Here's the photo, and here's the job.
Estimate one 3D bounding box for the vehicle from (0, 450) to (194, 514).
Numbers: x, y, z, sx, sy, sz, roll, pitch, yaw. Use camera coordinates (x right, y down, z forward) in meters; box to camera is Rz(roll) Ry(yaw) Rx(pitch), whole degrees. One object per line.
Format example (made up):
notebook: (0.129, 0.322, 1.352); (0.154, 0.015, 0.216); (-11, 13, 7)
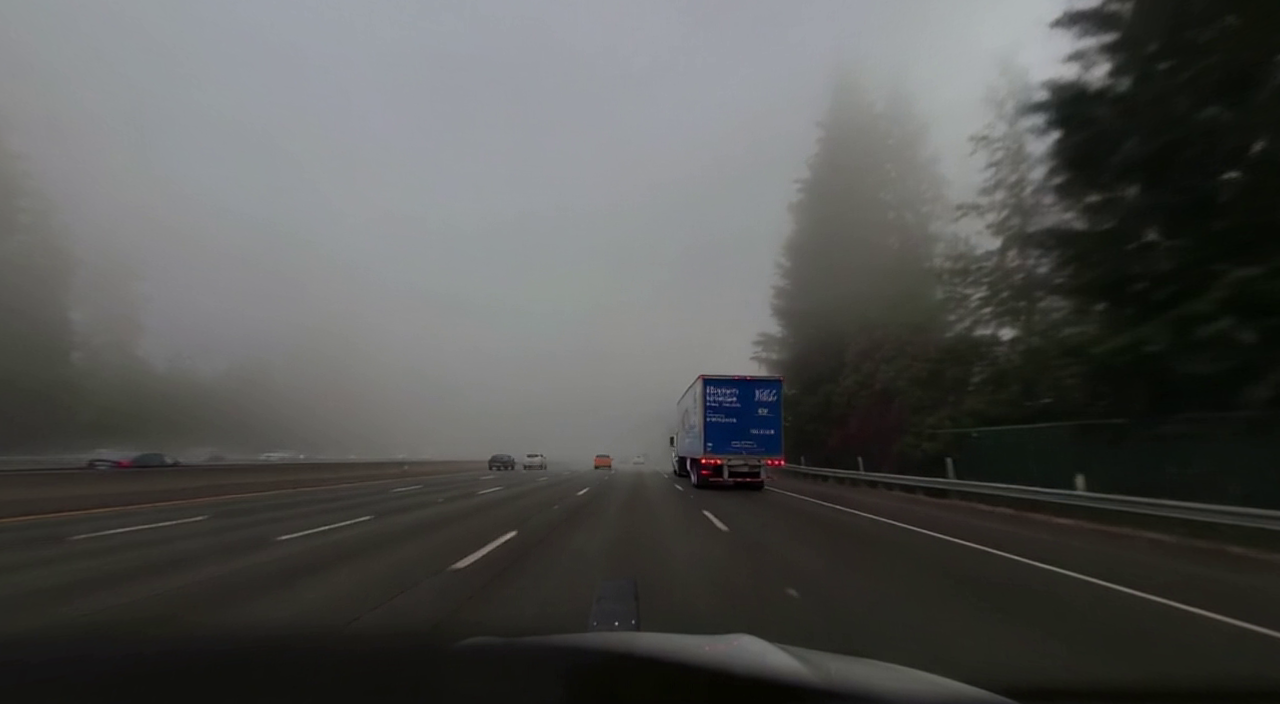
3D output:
vehicle: (-14.905, 3.412, 17.201); (1.982, 1.471, 4.747); (0, -9, 1)

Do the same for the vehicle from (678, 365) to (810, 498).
vehicle: (3.662, 3.655, 27.431); (3.140, 4.100, 15.551); (0, -9, 0)
